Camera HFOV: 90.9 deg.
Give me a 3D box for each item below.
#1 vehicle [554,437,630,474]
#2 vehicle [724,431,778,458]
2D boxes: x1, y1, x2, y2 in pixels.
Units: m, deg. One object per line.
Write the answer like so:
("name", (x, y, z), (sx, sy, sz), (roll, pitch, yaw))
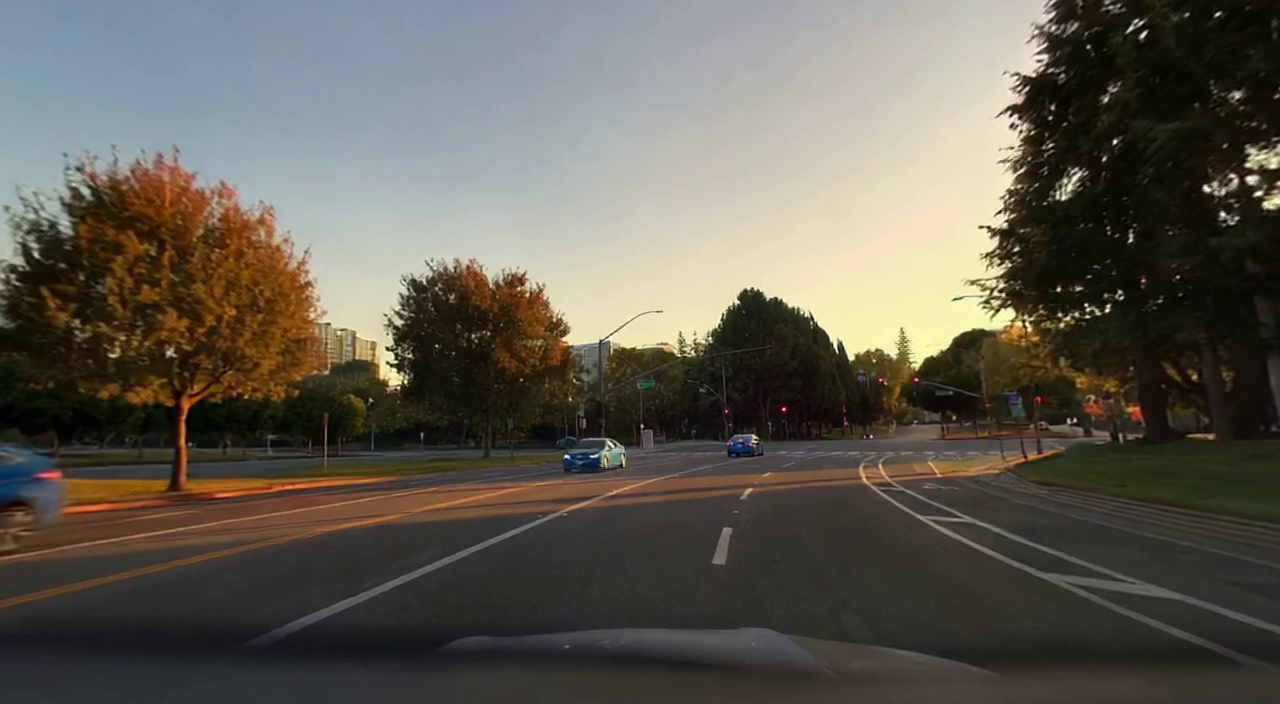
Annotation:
("vehicle", (-2.141, 4.811, 29.628), (1.983, 1.562, 4.652), (-3, -9, 17))
("vehicle", (6.993, 5.770, 39.424), (2.055, 1.573, 4.065), (-5, -9, 29))
